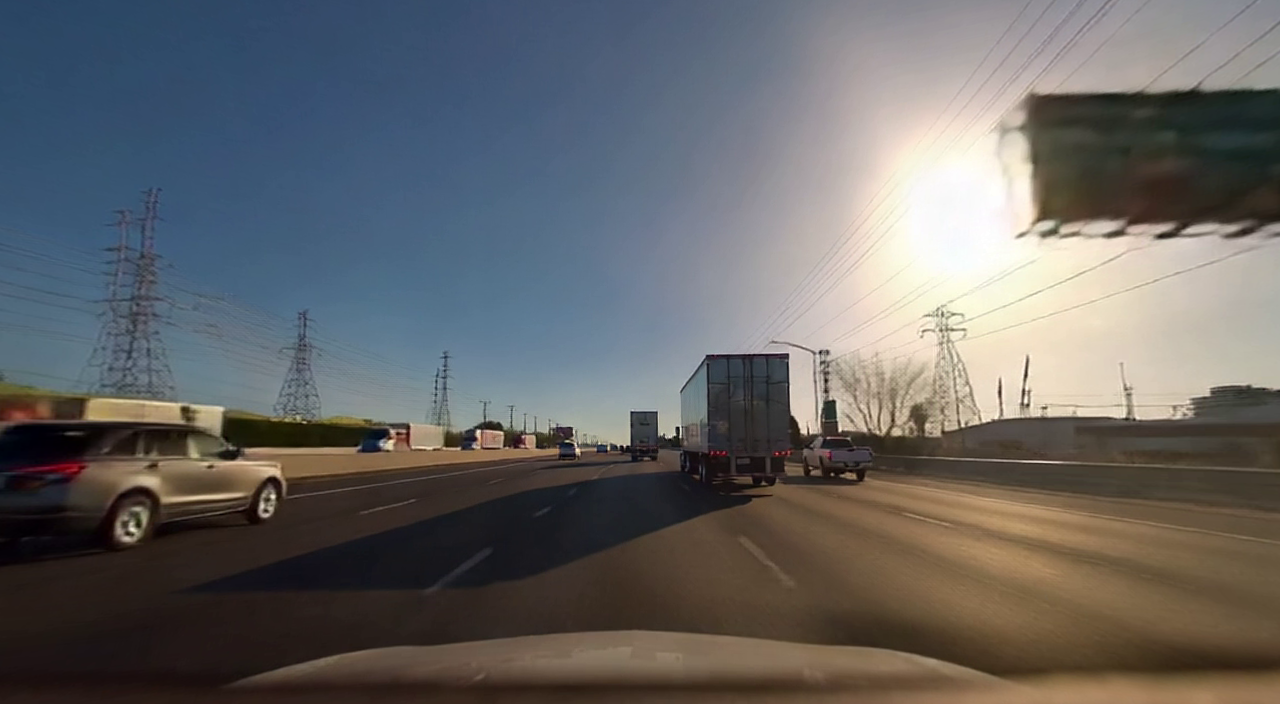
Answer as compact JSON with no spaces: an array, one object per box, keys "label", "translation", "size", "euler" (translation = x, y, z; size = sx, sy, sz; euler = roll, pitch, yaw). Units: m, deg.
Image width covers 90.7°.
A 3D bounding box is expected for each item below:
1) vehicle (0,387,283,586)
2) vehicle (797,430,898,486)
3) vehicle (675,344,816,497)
[{"label":"vehicle","translation":[-7.008,1.606,8.188],"size":[2.004,1.846,4.739],"euler":[0,-9,-1]},{"label":"vehicle","translation":[7.490,3.877,23.441],"size":[2.115,1.844,4.522],"euler":[0,-9,-1]},{"label":"vehicle","translation":[3.305,3.086,25.564],"size":[2.892,4.152,16.575],"euler":[0,-9,0]}]
